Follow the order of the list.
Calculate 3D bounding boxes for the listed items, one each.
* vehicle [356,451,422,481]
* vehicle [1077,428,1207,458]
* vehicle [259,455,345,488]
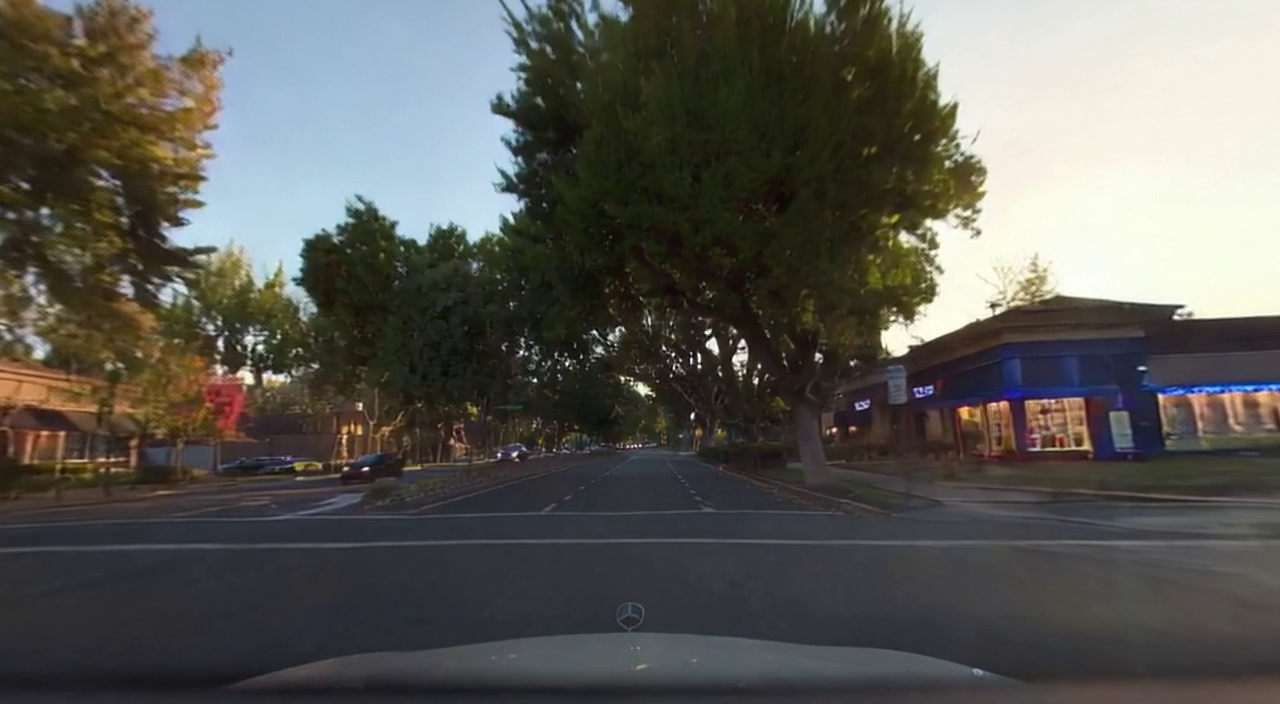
[{"bbox_3d":[-14.287,6.477,36.098,1.963,1.487,4.331,-3,-8,1],"label":"vehicle"},{"bbox_3d":[25.983,4.762,32.887,4.942,1.435,1.987,-5,-9,28],"label":"vehicle"},{"bbox_3d":[-17.888,6.326,33.668,1.945,1.486,4.652,-2,-8,1],"label":"vehicle"}]
